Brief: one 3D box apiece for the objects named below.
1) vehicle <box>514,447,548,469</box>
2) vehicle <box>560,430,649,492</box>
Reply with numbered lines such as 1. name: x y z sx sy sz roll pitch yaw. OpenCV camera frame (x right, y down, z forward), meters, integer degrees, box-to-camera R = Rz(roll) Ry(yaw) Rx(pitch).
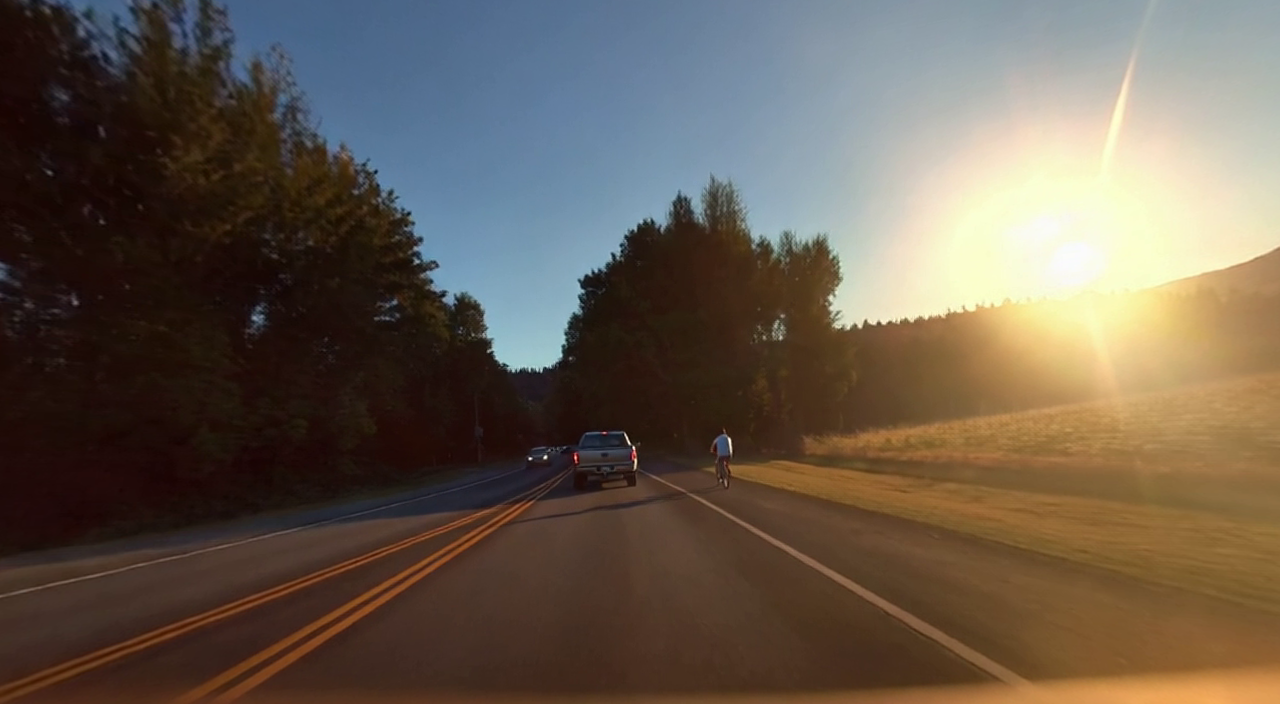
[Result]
1. vehicle: -8.276 8.043 48.245 2.118 1.513 4.602 0 -8 -5
2. vehicle: -1.156 3.638 21.467 2.631 1.798 5.331 0 -8 -2
